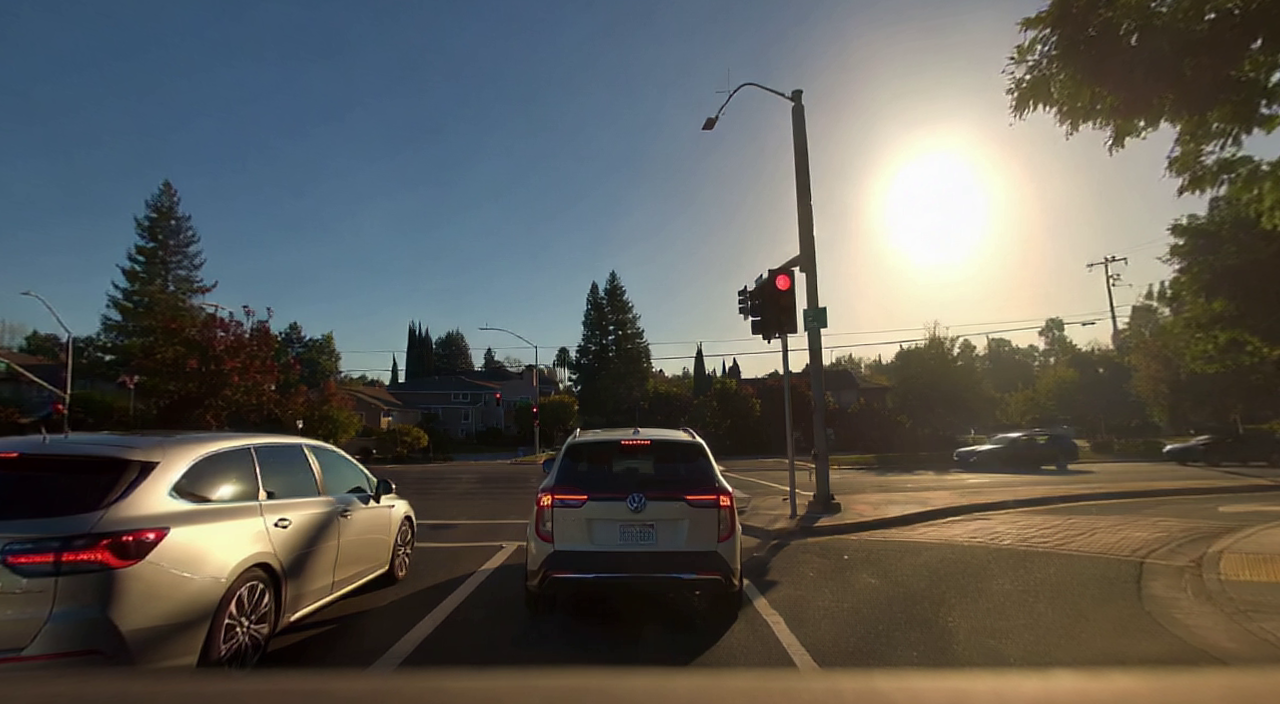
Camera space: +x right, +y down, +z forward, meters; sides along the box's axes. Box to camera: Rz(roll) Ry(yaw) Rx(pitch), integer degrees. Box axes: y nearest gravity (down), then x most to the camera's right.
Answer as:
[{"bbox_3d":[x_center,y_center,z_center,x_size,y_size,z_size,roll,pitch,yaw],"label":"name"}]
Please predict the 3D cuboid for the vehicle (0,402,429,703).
[{"bbox_3d":[-3.294,1.269,4.693,2.035,1.492,4.415,0,-9,-2],"label":"vehicle"}]

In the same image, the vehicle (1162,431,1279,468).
[{"bbox_3d":[27.030,4.424,28.730,4.639,1.621,1.867,-1,-9,7],"label":"vehicle"}]

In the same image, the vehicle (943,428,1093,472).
[{"bbox_3d":[15.679,4.093,26.489,4.887,1.769,2.035,-1,-9,6],"label":"vehicle"}]

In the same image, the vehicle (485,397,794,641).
[{"bbox_3d":[-0.147,1.470,6.564,2.154,1.670,4.140,1,-9,-5],"label":"vehicle"}]
